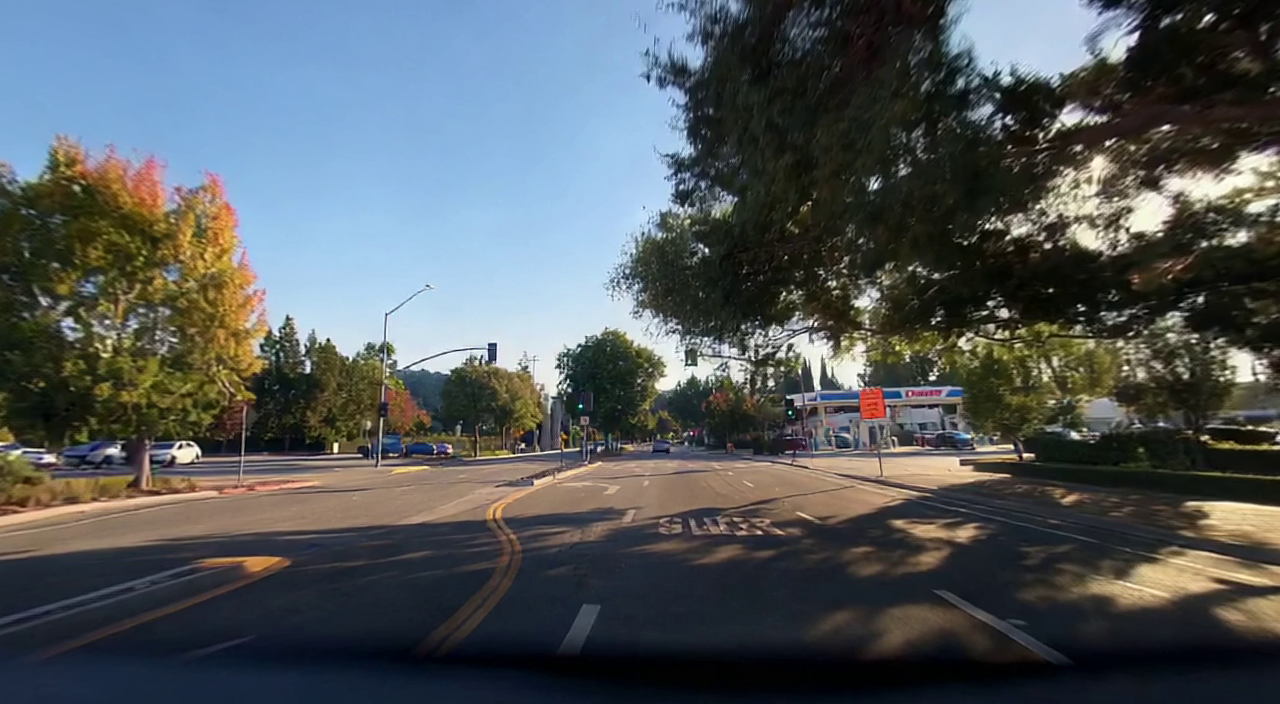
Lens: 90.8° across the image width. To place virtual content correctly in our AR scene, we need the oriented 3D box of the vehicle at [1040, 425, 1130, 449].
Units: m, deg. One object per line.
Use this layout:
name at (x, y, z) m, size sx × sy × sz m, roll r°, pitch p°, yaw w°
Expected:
vehicle at (29.603, 5.706, 42.108) m, size 1.885 × 1.446 × 4.469 m, roll 8°, pitch -12°, yaw -42°

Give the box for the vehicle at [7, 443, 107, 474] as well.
vehicle at (-33.888, 6.177, 36.759) m, size 4.185 × 1.504 × 1.956 m, roll -4°, pitch -8°, yaw 6°

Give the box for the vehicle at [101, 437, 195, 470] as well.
vehicle at (-32.700, 6.739, 42.029) m, size 4.847 × 1.872 × 2.114 m, roll -3°, pitch -7°, yaw 8°
